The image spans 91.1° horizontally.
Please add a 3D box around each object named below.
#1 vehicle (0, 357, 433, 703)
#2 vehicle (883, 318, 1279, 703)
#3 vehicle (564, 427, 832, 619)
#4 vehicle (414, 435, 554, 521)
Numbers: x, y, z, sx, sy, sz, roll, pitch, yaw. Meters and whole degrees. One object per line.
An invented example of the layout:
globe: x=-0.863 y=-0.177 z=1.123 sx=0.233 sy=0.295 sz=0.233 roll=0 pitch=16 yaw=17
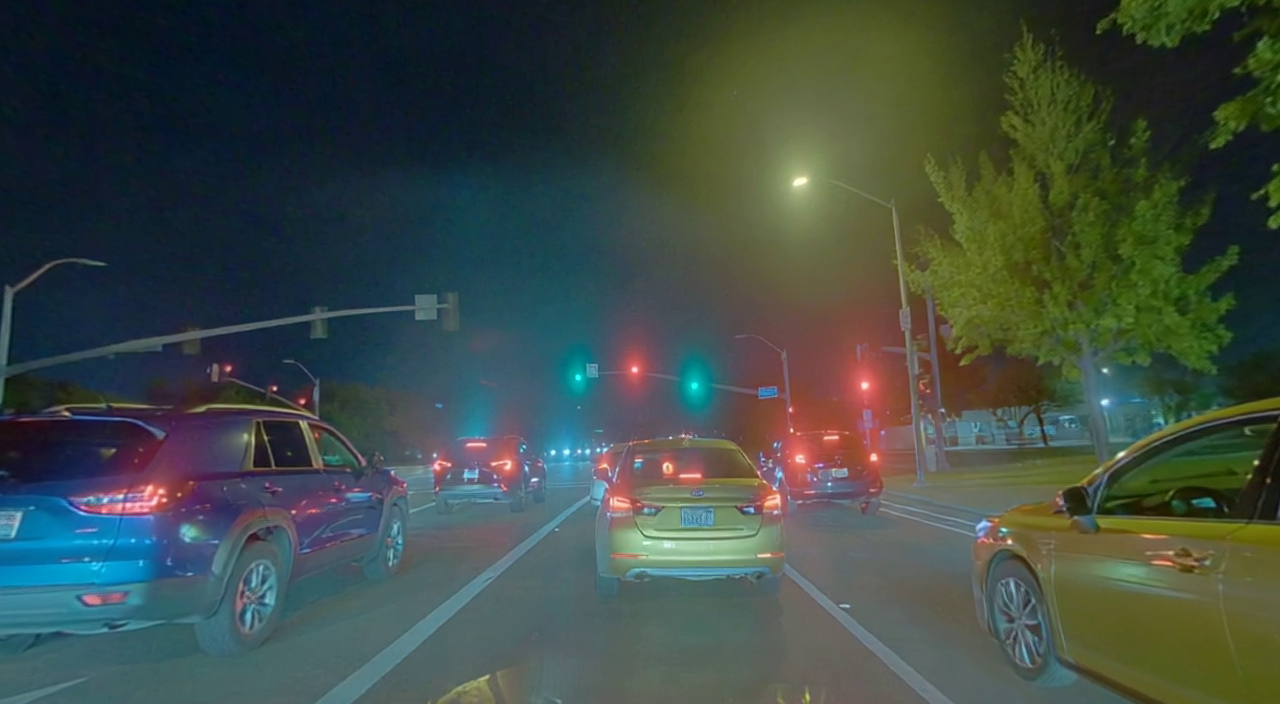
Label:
vehicle: x=-3.466 y=1.220 z=5.286 sx=1.889 sy=1.767 sz=4.289 roll=0 pitch=-8 yaw=1
vehicle: x=3.030 y=0.921 z=3.052 sx=1.880 sy=1.747 sz=4.500 roll=0 pitch=-8 yaw=0
vehicle: x=0.442 y=1.612 z=6.852 sx=2.051 sy=1.460 sz=3.932 roll=0 pitch=-8 yaw=0
vehicle: x=-3.071 y=2.566 z=13.330 sx=1.868 sy=1.516 sz=4.114 roll=0 pitch=-8 yaw=1
